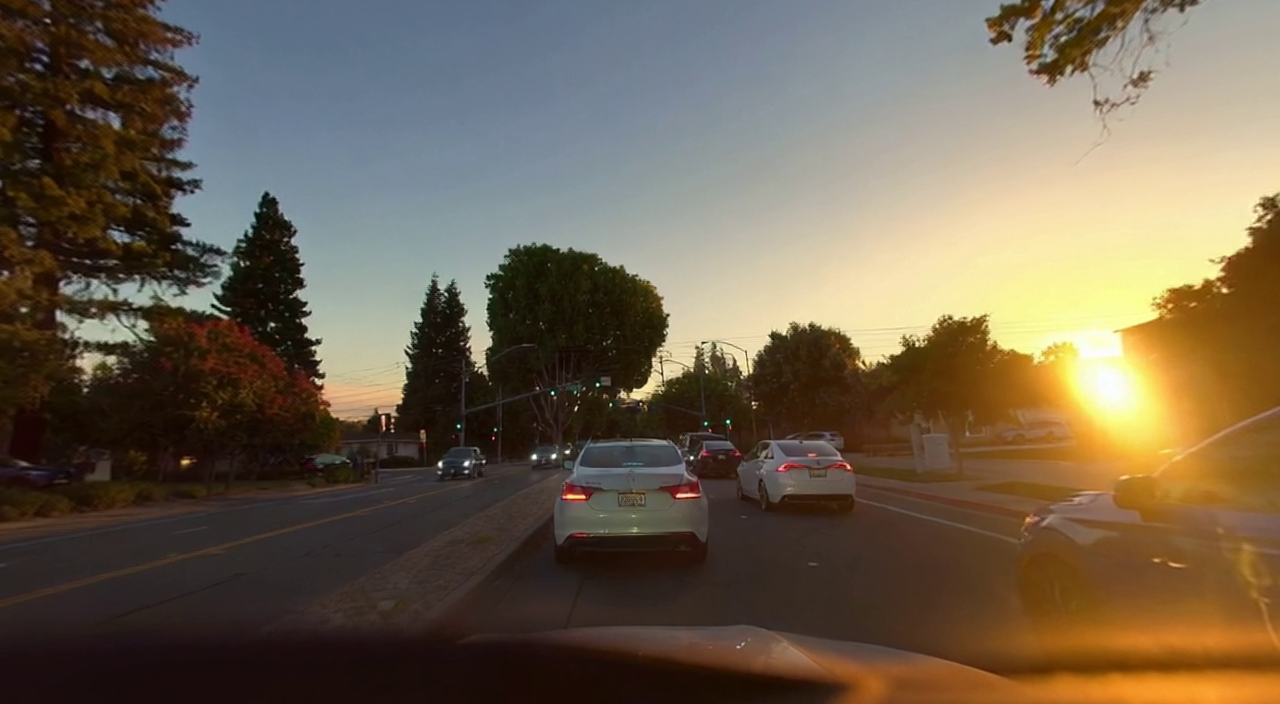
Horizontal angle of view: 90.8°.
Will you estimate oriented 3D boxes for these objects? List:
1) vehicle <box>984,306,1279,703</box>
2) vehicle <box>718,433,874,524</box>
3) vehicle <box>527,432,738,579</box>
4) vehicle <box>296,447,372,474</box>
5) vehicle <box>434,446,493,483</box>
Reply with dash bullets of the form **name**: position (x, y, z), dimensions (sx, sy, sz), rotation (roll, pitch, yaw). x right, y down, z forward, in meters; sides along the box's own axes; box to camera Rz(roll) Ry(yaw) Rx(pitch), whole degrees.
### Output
- **vehicle**: position (3.378, 0.675, 2.054), dimensions (2.006, 1.766, 4.345), rotation (0, -8, -1)
- **vehicle**: position (2.942, 2.487, 13.076), dimensions (1.971, 1.517, 4.521), rotation (0, -8, -1)
- **vehicle**: position (-0.118, 1.901, 8.692), dimensions (2.186, 1.500, 4.141), rotation (0, -8, -1)
- **vehicle**: position (-19.855, 7.054, 41.148), dimensions (3.957, 1.630, 1.881), rotation (0, -8, 0)
- **vehicle**: position (-9.080, 5.786, 32.846), dimensions (1.996, 1.680, 4.203), rotation (-2, -8, -2)
